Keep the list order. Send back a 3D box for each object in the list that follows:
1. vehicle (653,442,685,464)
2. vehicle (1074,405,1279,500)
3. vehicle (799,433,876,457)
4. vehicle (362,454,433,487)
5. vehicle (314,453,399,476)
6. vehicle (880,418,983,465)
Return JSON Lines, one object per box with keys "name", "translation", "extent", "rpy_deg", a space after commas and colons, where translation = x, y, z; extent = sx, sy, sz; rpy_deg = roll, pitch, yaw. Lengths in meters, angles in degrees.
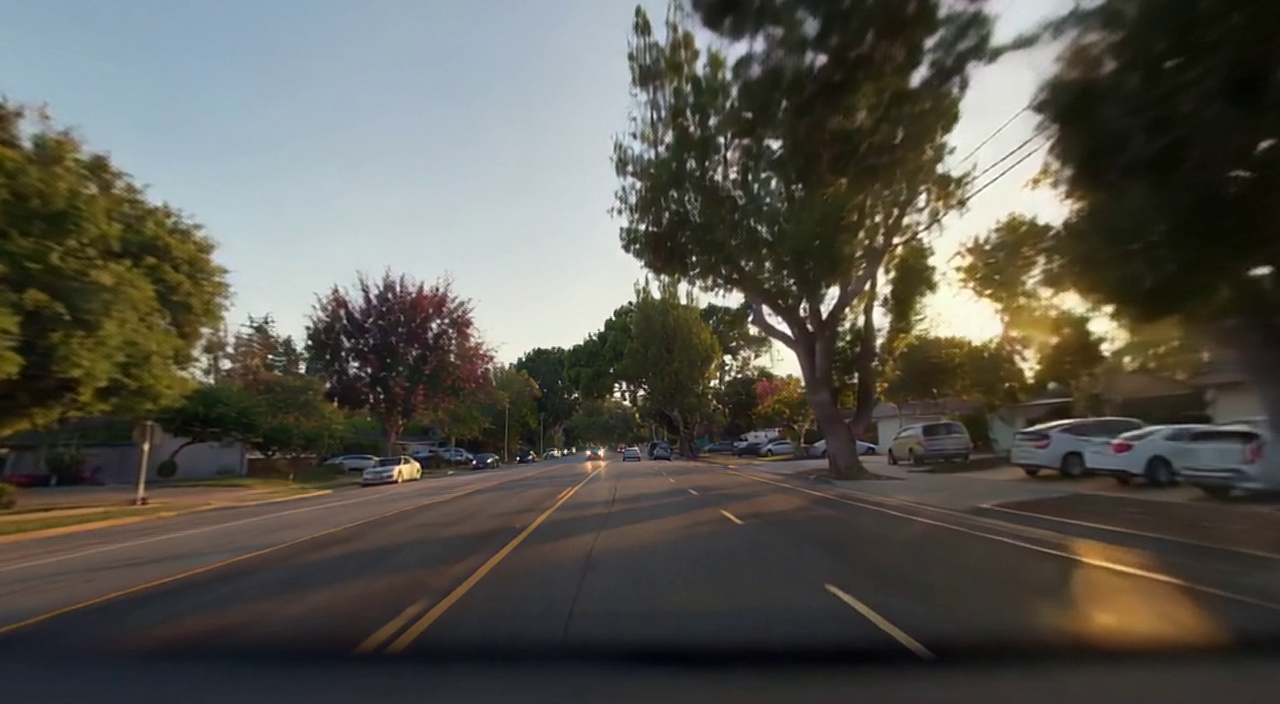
{"name": "vehicle", "translation": [2.151, 7.640, 47.749], "extent": [1.983, 1.557, 4.078], "rpy_deg": [0, -8, -3]}
{"name": "vehicle", "translation": [10.854, 1.881, 12.042], "extent": [1.847, 1.455, 4.650], "rpy_deg": [0, -8, 0]}
{"name": "vehicle", "translation": [12.426, 5.882, 39.907], "extent": [4.237, 1.476, 1.743], "rpy_deg": [0, -8, 0]}
{"name": "vehicle", "translation": [-11.937, 5.829, 31.428], "extent": [1.851, 1.459, 4.295], "rpy_deg": [0, -8, -1]}
{"name": "vehicle", "translation": [-19.761, 7.826, 44.181], "extent": [4.909, 1.495, 2.211], "rpy_deg": [0, -8, -5]}
{"name": "vehicle", "translation": [11.714, 3.678, 25.822], "extent": [2.044, 1.716, 4.637], "rpy_deg": [-1, -8, 1]}
